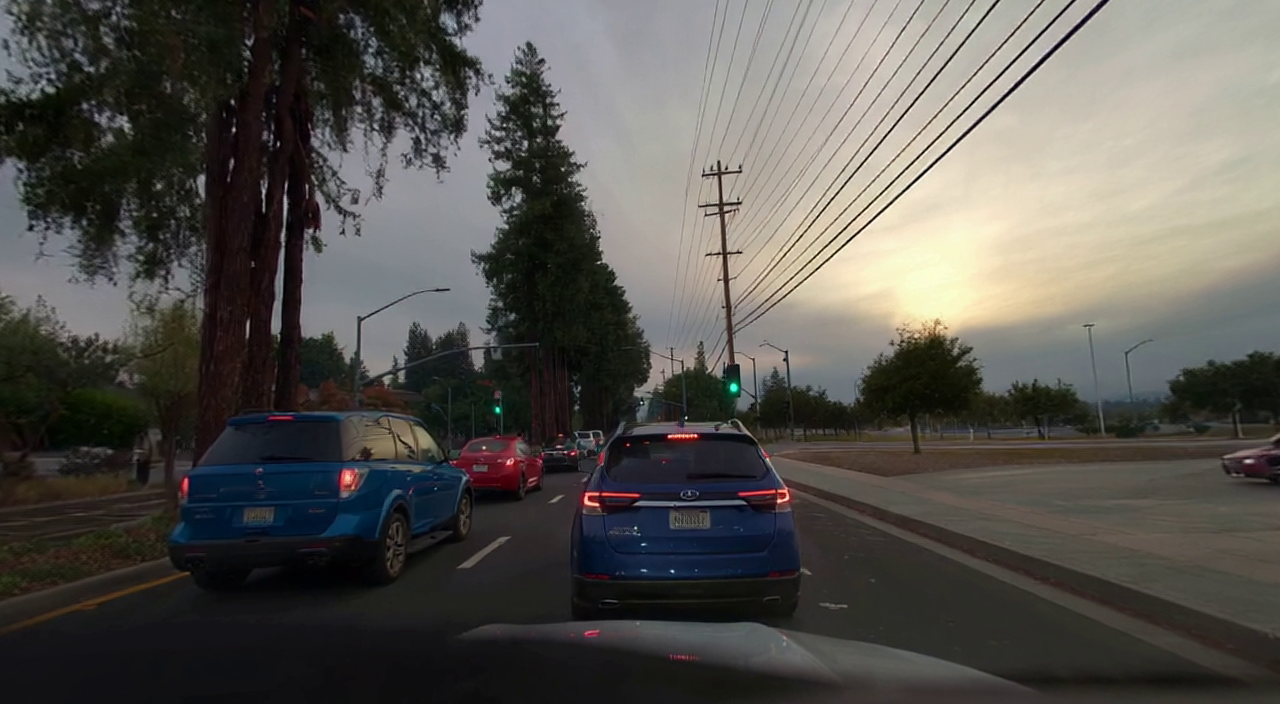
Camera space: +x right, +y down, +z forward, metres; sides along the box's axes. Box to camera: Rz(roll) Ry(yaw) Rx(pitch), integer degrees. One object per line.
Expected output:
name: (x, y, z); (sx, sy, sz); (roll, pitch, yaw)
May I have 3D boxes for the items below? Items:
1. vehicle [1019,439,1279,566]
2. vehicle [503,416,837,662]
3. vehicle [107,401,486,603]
vehicle: (8.383, 2.149, 9.921); (1.993, 1.508, 4.521); (0, -9, -1)
vehicle: (0.117, 1.446, 5.964); (2.056, 1.487, 4.003); (0, -9, -2)
vehicle: (-3.470, 1.606, 7.639); (2.105, 1.706, 4.337); (0, -9, 0)
